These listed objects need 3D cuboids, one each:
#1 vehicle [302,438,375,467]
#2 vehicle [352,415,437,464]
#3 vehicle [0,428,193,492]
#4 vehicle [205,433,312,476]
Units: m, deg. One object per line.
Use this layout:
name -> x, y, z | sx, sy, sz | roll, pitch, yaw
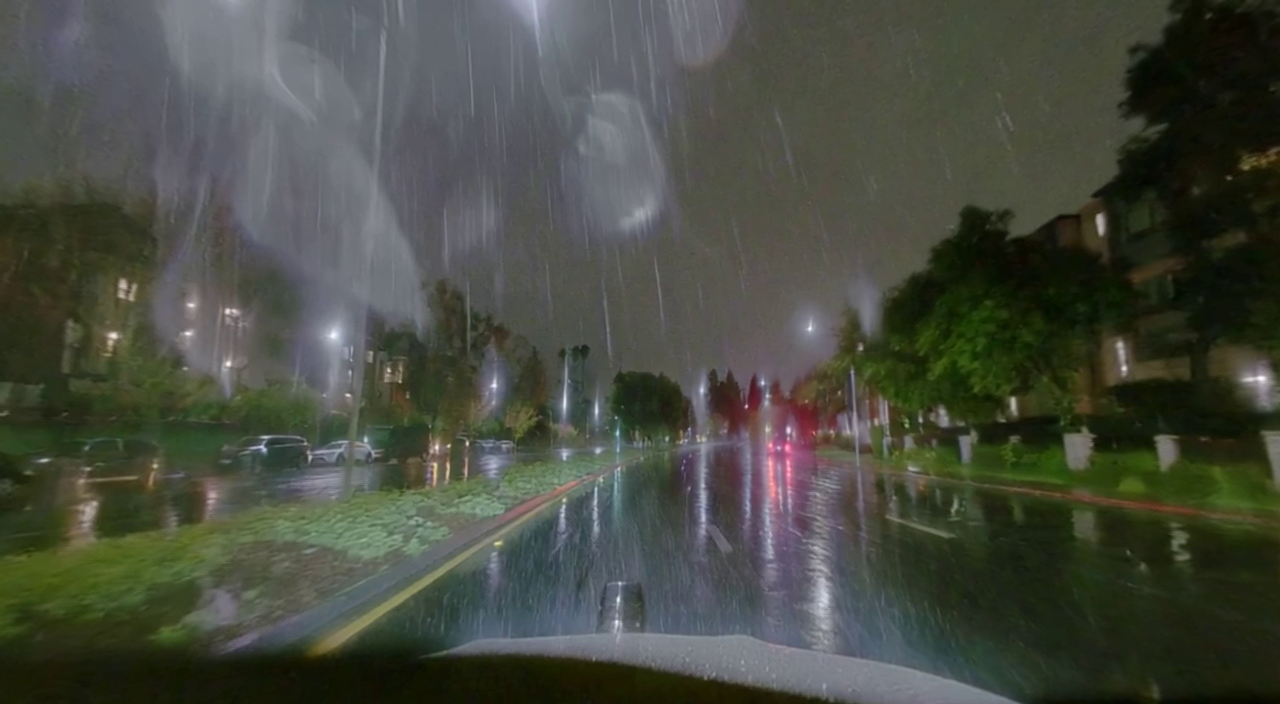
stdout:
vehicle -> -18.269, 6.136, 38.538 | 1.876, 1.624, 4.827 | -2, -9, 3
vehicle -> -17.613, 6.429, 45.995 | 2.781, 3.224, 7.055 | -1, -9, 5
vehicle -> -18.906, 3.736, 22.214 | 2.217, 1.882, 5.448 | -3, -9, 3
vehicle -> -18.797, 5.066, 31.491 | 2.096, 1.839, 5.137 | -3, -8, 1
